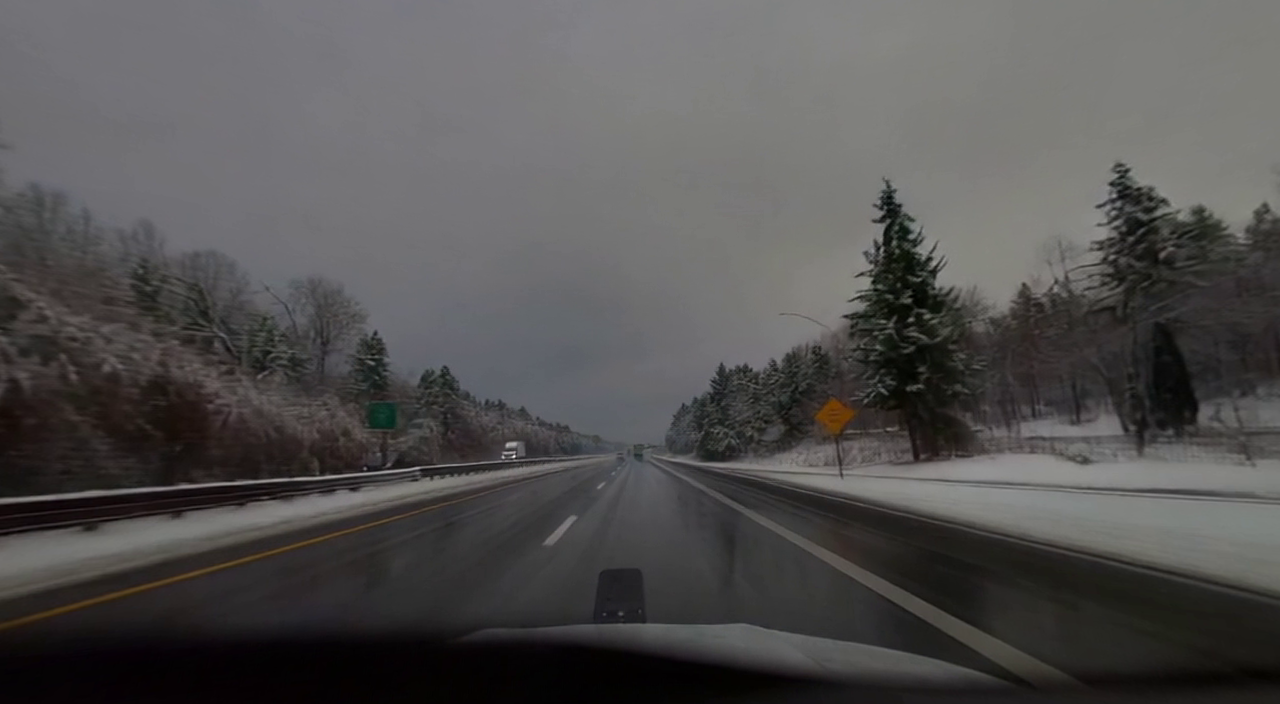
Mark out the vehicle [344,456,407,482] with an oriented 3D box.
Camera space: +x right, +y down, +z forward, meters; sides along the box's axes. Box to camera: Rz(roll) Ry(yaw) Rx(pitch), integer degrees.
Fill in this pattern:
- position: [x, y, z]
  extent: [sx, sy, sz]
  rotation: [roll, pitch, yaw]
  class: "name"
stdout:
- position: [-16.514, 7.321, 39.720]
  extent: [1.976, 1.499, 4.566]
  rotation: [0, -9, 0]
  class: "vehicle"
